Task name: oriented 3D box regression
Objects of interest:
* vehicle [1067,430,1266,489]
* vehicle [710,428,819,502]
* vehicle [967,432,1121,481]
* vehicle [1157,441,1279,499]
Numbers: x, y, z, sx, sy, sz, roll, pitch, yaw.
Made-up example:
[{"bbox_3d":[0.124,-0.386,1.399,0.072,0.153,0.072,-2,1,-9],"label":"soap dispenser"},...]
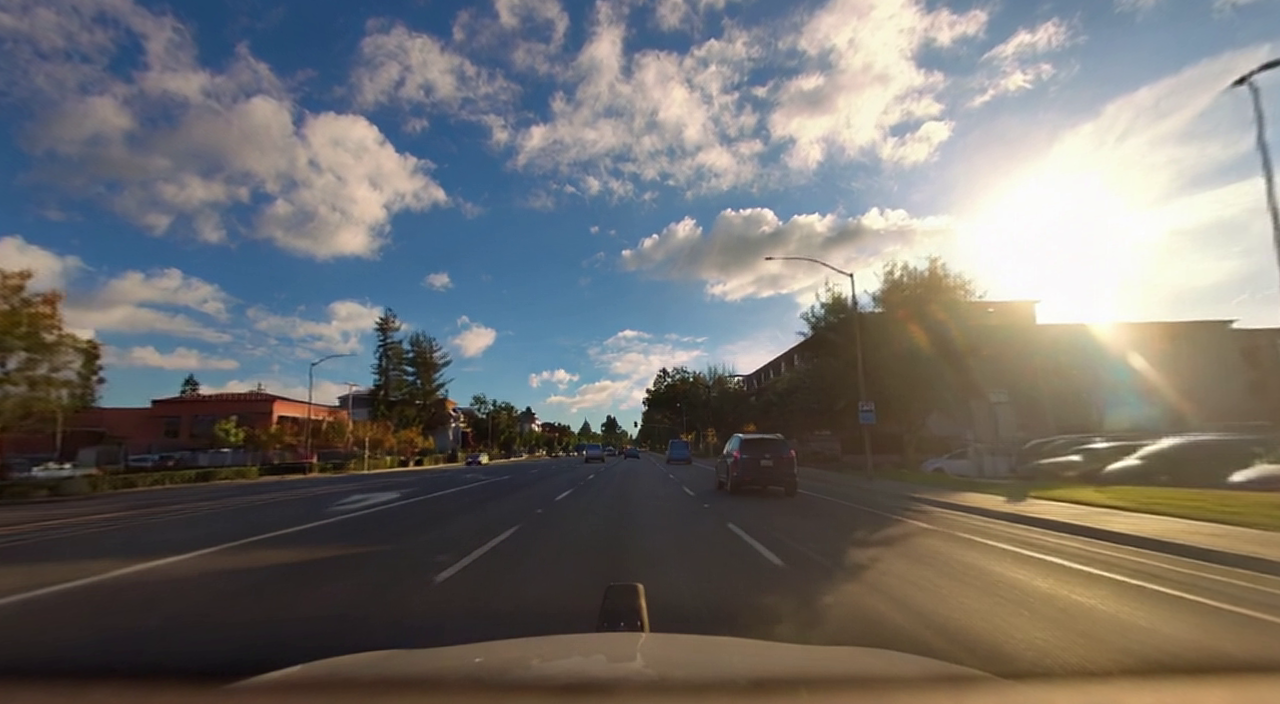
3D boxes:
[{"bbox_3d":[16.145,3.292,19.508,4.575,1.681,2.066,1,-9,-9],"label":"vehicle"},{"bbox_3d":[3.313,3.116,17.756,2.060,1.816,4.343,0,-9,-1],"label":"vehicle"},{"bbox_3d":[15.827,4.121,24.934,4.682,1.635,2.053,-2,-9,-6],"label":"vehicle"},{"bbox_3d":[16.732,3.114,16.931,4.203,1.424,2.077,2,-9,-11],"label":"vehicle"}]
